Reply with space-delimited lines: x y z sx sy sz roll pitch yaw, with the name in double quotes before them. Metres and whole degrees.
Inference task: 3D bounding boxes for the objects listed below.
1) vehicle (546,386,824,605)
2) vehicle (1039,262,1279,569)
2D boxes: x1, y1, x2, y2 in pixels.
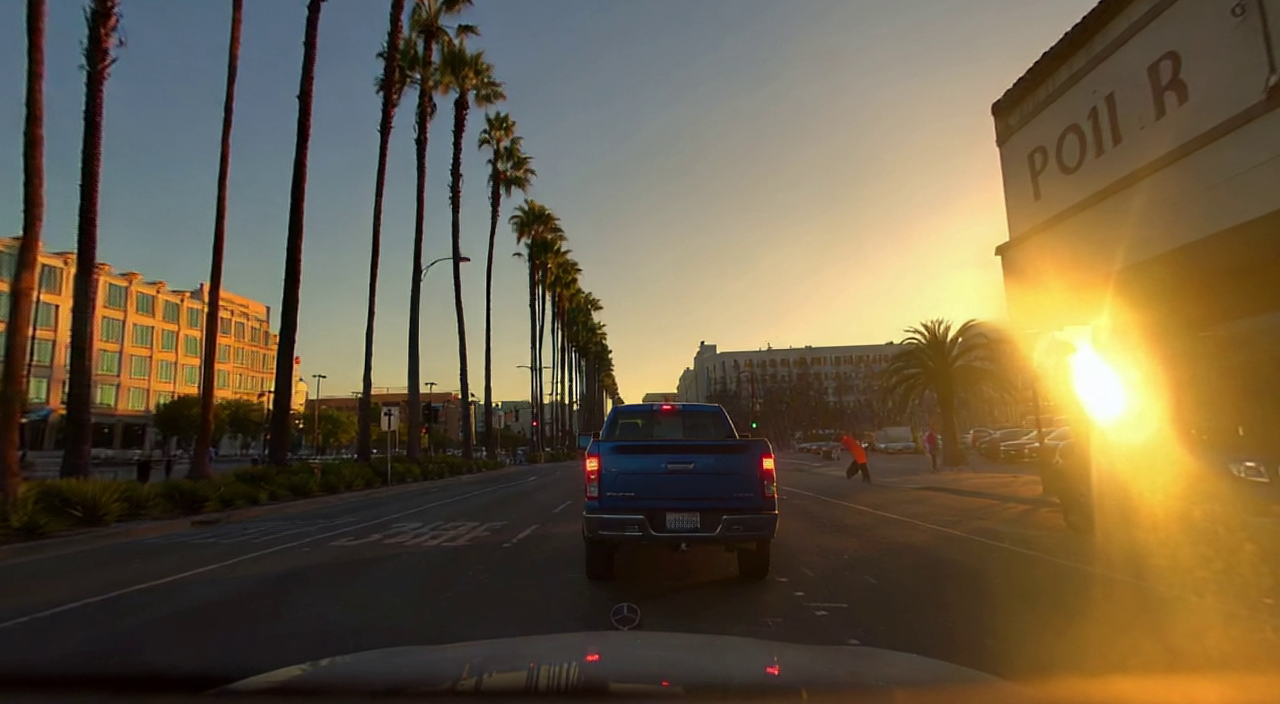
"vehicle" 0.408 1.590 7.984 2.311 1.819 5.255 0 -8 1
"vehicle" 7.913 0.892 8.615 2.666 3.345 3.622 -1 -9 8
